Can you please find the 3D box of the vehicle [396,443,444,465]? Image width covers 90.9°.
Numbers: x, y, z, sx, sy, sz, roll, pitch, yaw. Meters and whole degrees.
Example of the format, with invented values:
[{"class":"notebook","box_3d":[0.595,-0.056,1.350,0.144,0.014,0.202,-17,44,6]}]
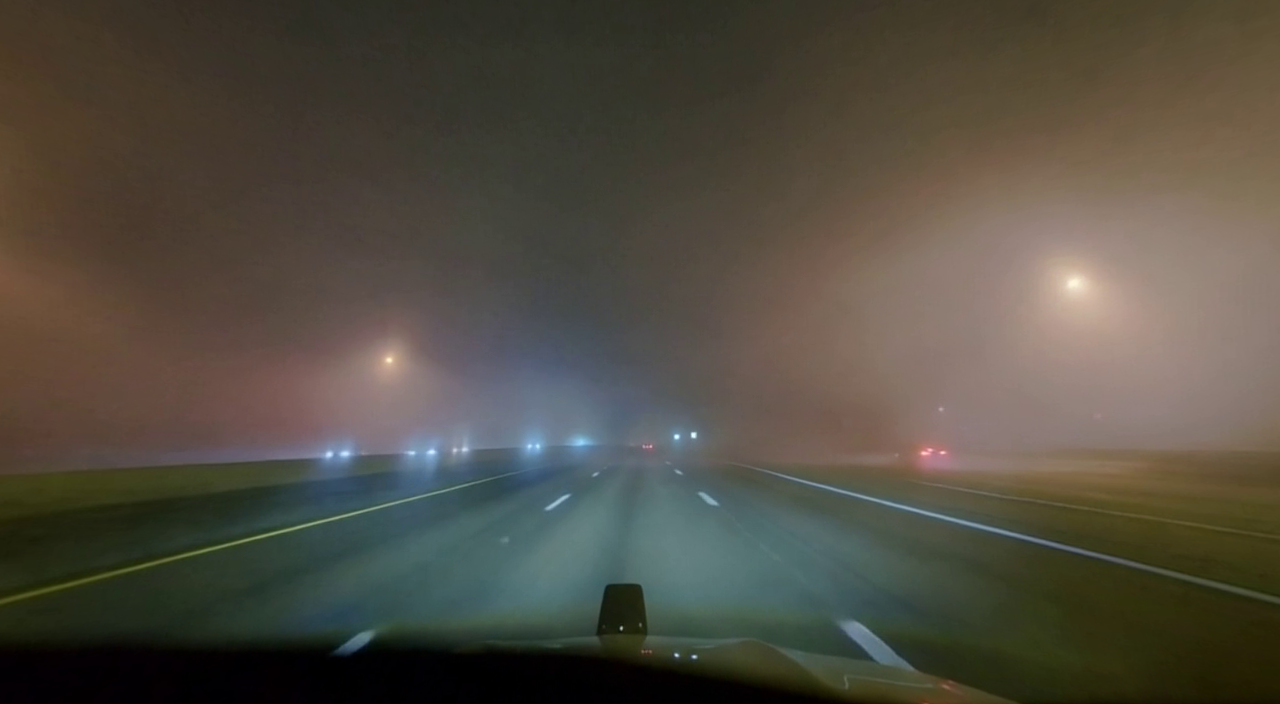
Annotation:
[{"class":"vehicle","box_3d":[-15.966,7.400,45.982,1.855,1.473,4.456,0,-8,1]}]
